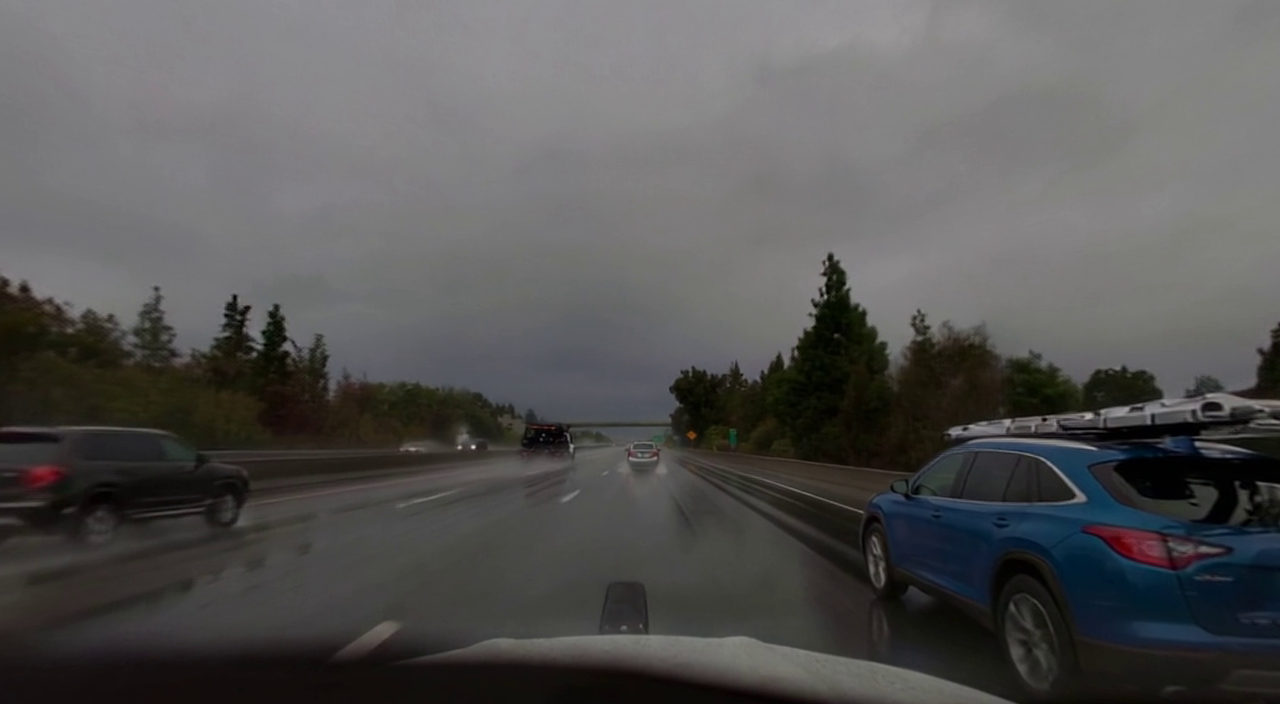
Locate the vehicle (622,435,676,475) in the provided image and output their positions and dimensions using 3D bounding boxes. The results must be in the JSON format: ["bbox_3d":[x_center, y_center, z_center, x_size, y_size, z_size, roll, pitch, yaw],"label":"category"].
[{"bbox_3d":[0.431,4.749,29.317,2.336,1.722,4.212,0,-8,1],"label":"vehicle"}]

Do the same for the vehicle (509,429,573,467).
[{"bbox_3d":[-6.260,6.225,41.099,2.827,2.236,7.057,0,-8,2],"label":"vehicle"}]

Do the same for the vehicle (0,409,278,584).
[{"bbox_3d":[-7.110,1.684,8.113,2.115,1.644,4.513,0,-8,1],"label":"vehicle"}]
